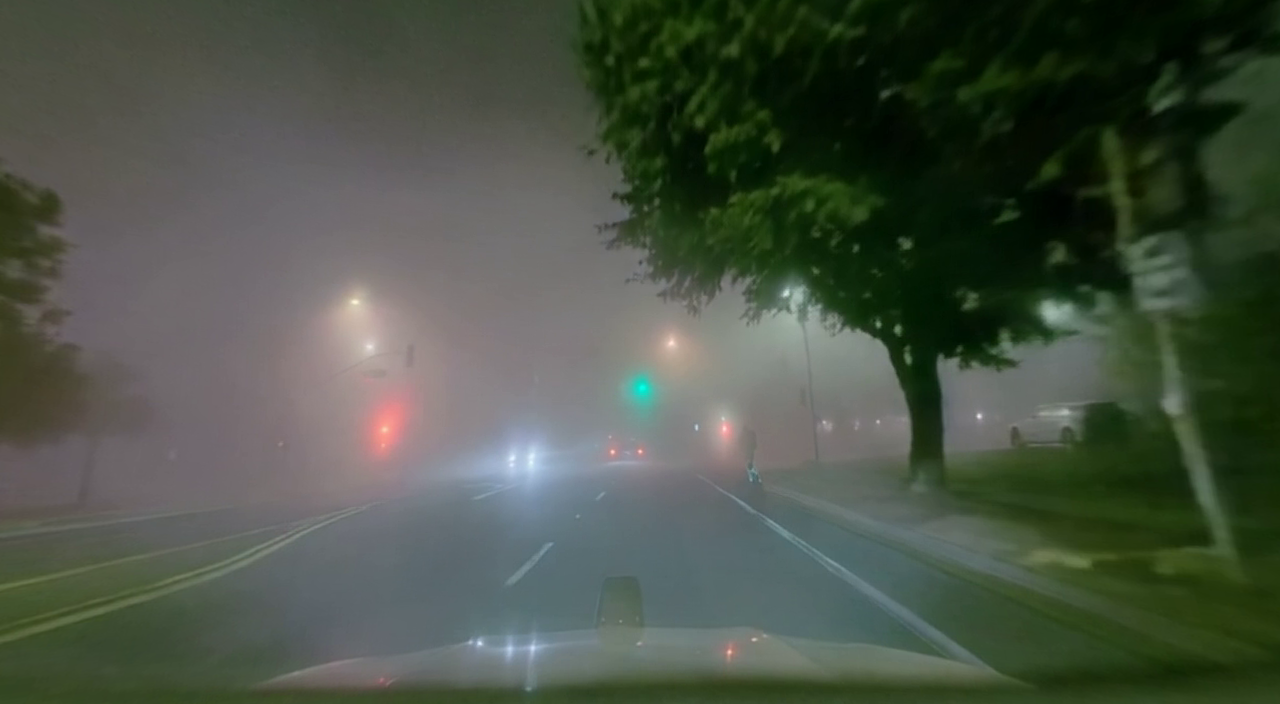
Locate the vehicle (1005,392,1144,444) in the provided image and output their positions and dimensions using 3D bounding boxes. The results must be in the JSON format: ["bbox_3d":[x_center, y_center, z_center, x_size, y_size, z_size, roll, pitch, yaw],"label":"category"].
[{"bbox_3d":[15.826,2.525,23.410,1.982,1.705,4.677,-1,-8,3],"label":"vehicle"}]

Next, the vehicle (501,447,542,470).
[{"bbox_3d":[-8.596,7.723,46.089,2.036,1.593,4.367,-1,-8,2],"label":"vehicle"}]

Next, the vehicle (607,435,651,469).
[{"bbox_3d":[-0.576,5.739,36.392,2.215,1.799,4.426,-1,-8,3],"label":"vehicle"}]
